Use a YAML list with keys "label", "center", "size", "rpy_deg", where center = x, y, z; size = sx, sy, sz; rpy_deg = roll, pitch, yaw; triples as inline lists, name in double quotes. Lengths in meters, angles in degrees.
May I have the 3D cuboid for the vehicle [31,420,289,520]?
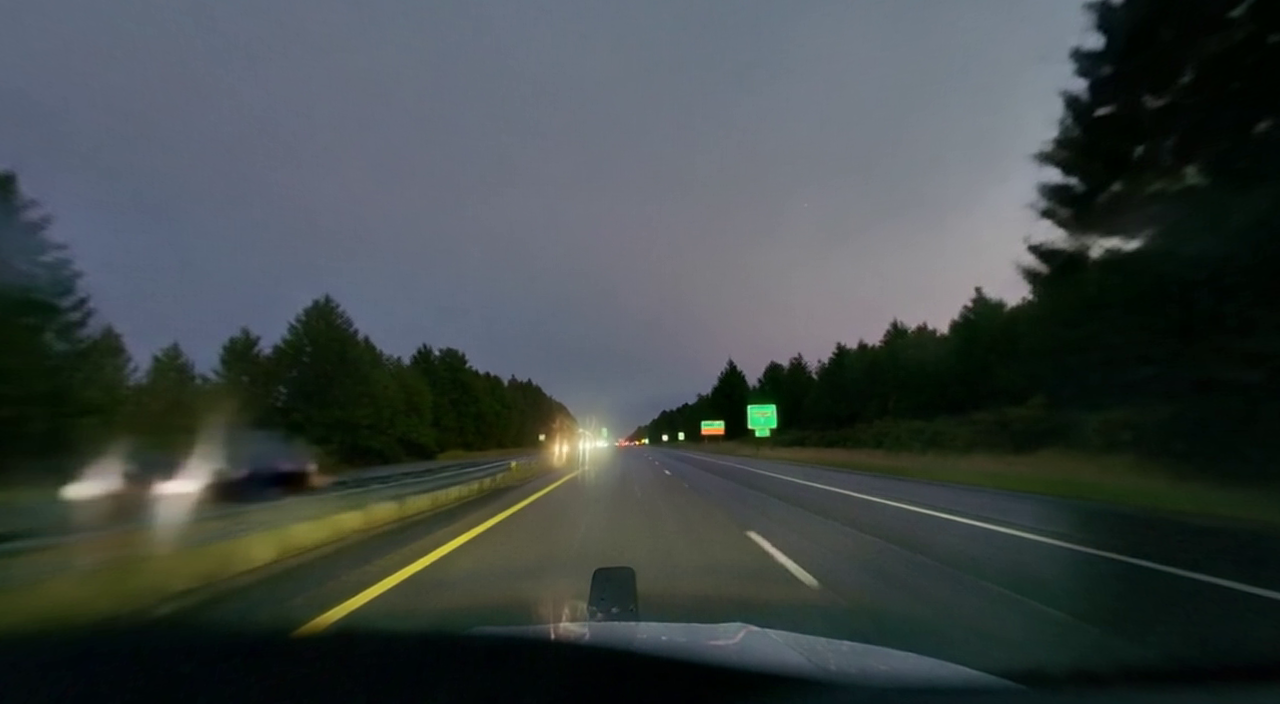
- label: "vehicle"
  center: [-9.647, 2.385, 13.275]
  size: [1.927, 1.703, 4.488]
  rpy_deg: [0, -8, -1]
